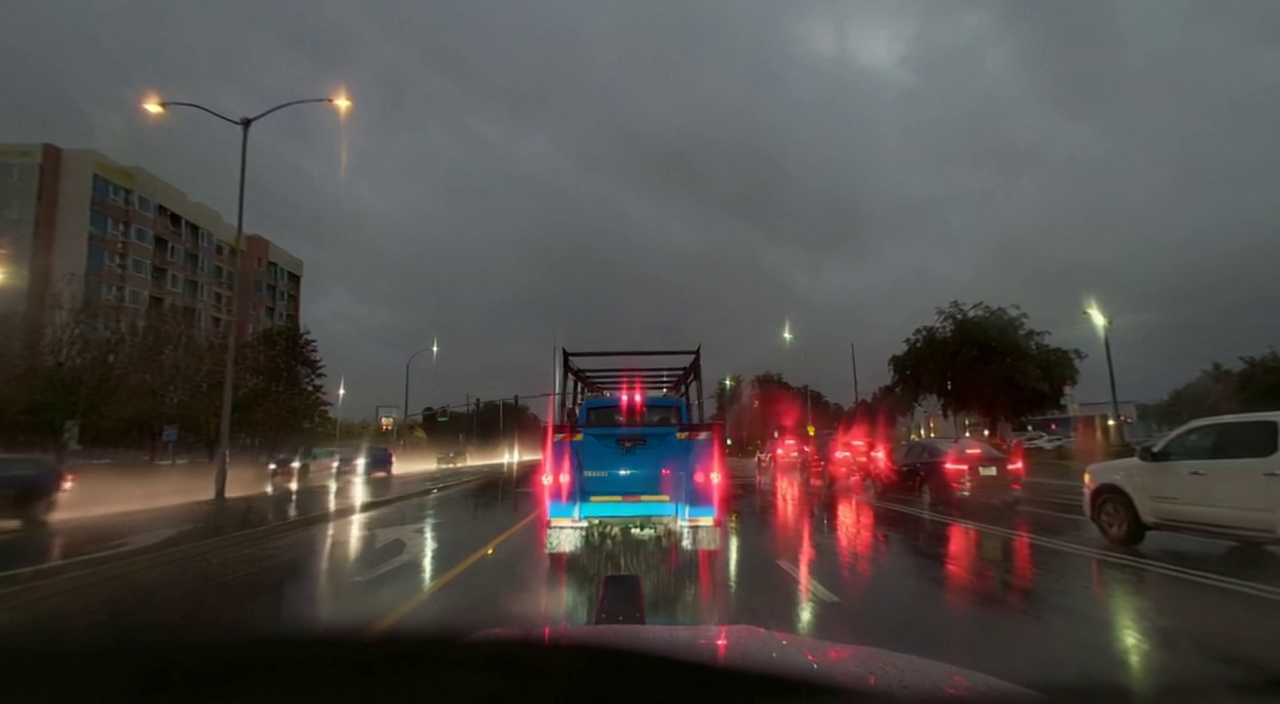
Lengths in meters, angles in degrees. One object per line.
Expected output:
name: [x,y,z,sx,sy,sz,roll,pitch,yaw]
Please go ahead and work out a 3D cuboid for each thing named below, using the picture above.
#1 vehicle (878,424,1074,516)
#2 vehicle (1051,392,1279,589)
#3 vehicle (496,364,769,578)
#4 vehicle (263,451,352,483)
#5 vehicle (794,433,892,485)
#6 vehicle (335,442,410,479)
vehicle: [7.066,2.517,13.941,1.931,1.692,4.267,0,-9,0]
vehicle: [6.827,1.380,6.559,2.023,1.771,4.488,0,-9,-1]
vehicle: [-0.115,1.591,9.188,2.682,2.117,5.706,0,-9,-1]
vehicle: [-15.613,5.381,29.929,1.854,1.364,4.357,0,-9,0]
vehicle: [7.071,3.779,22.572,1.953,1.665,4.327,0,-9,-2]
vehicle: [-12.060,4.907,28.742,1.781,1.558,3.688,0,-9,-1]
